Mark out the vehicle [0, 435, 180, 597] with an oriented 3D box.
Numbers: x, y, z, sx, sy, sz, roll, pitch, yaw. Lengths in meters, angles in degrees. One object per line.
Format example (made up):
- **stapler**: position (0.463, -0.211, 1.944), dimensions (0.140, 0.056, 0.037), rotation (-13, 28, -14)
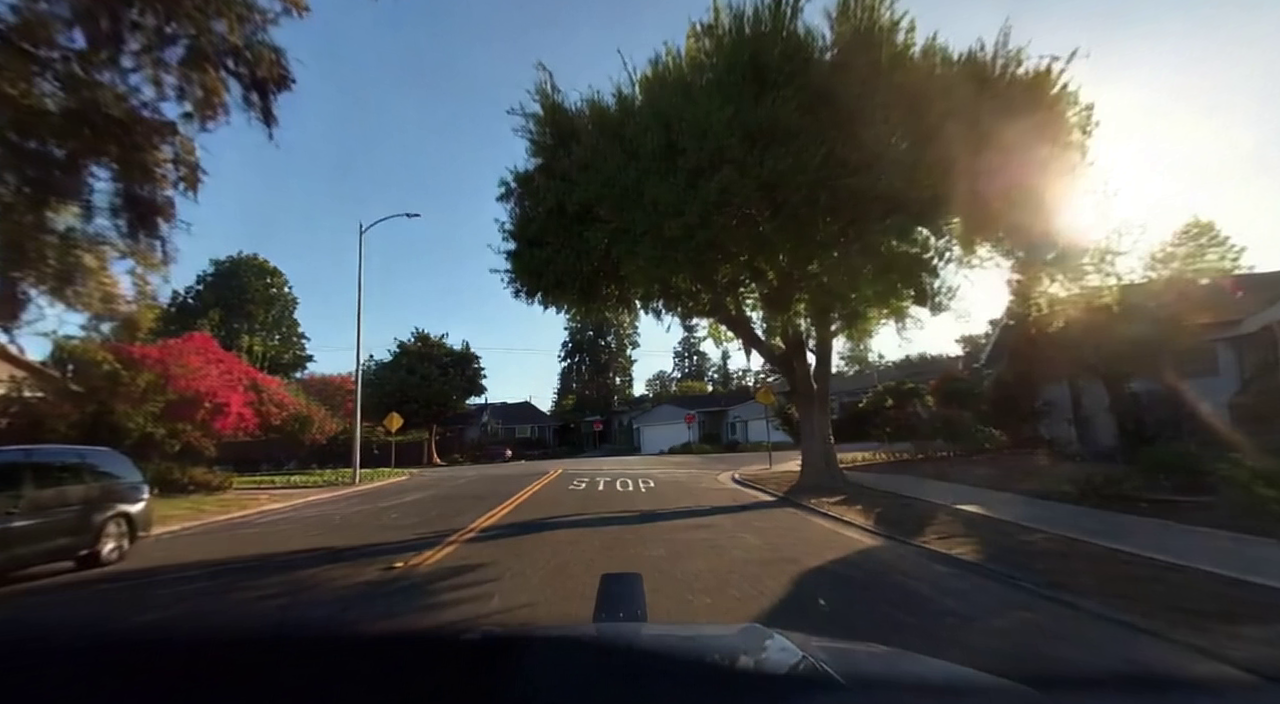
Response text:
- **vehicle**: position (-7.640, 1.771, 7.046), dimensions (1.994, 1.656, 4.334), rotation (1, -8, -5)
